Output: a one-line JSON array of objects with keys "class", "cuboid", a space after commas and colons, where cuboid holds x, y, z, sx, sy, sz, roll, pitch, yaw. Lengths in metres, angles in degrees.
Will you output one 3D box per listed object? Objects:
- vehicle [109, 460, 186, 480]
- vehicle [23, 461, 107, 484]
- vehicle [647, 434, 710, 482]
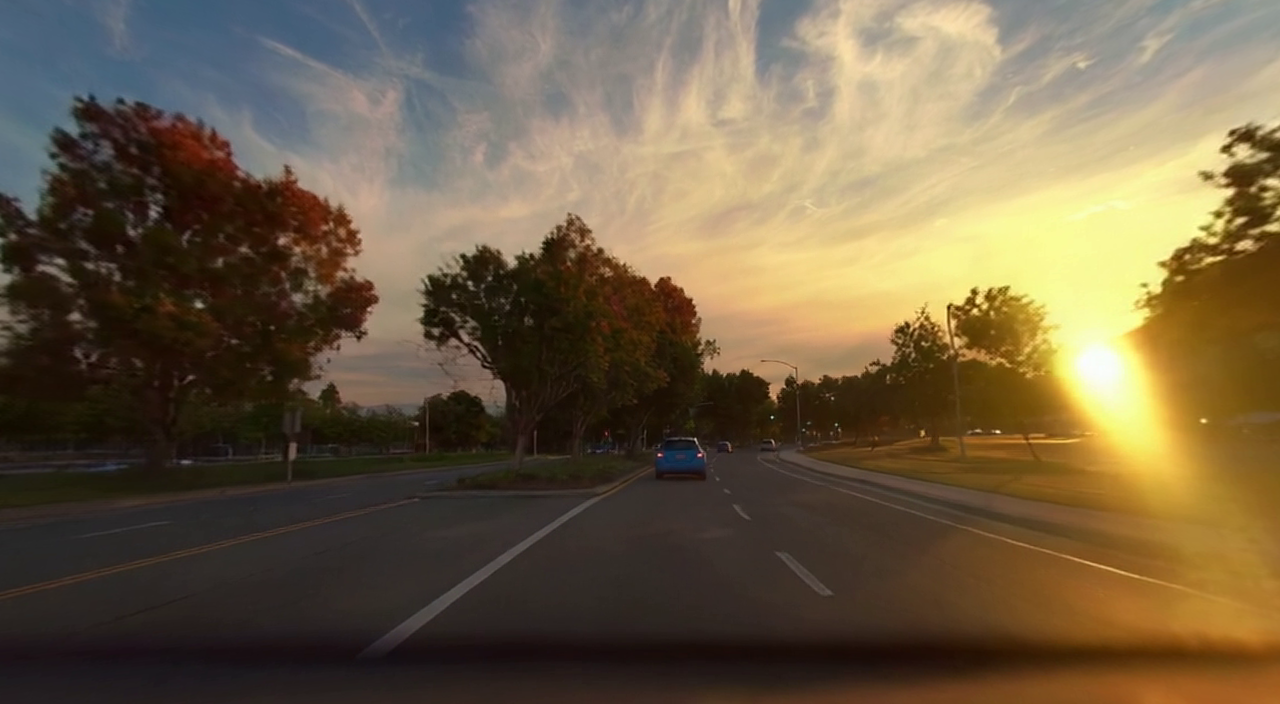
[{"class": "vehicle", "cuboid": [-37.182, 8.896, 47.671, 4.365, 1.430, 1.898, -1, -8, 5]}, {"class": "vehicle", "cuboid": [-38.725, 8.126, 42.475, 4.261, 1.430, 1.806, -2, -9, 9]}, {"class": "vehicle", "cuboid": [1.380, 3.705, 22.277, 2.010, 1.535, 3.735, -1, -8, 4]}]
